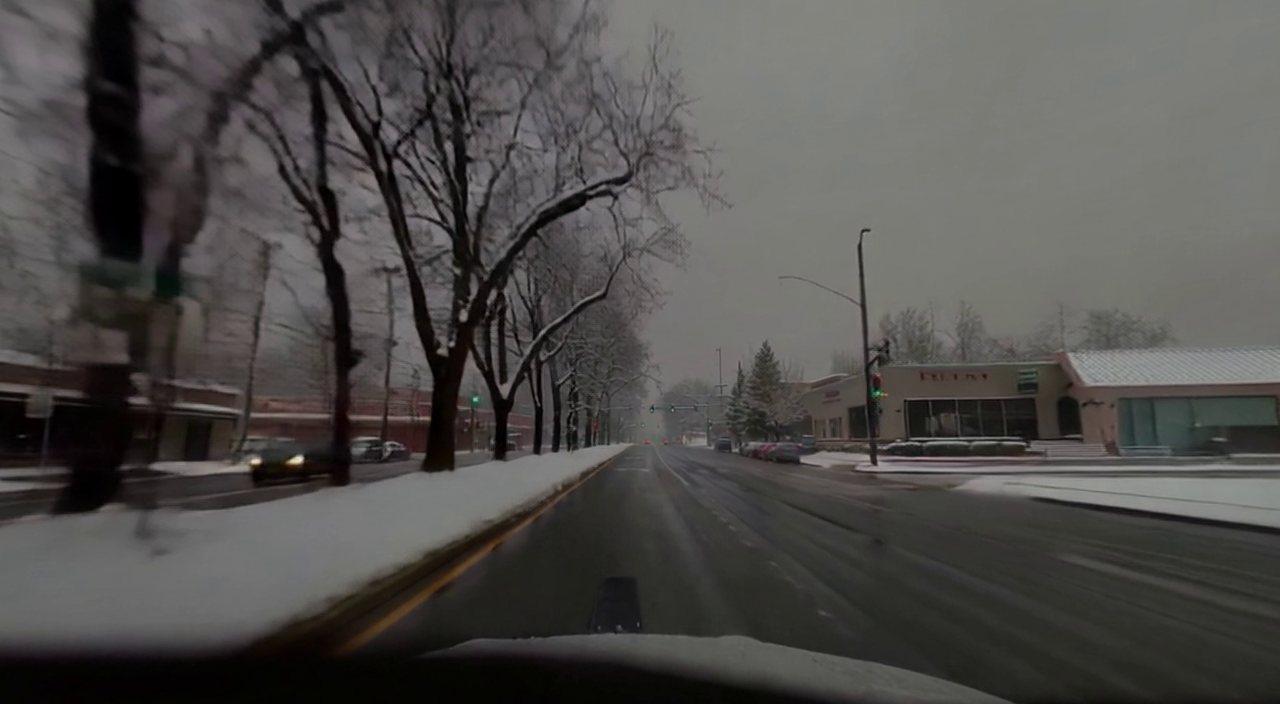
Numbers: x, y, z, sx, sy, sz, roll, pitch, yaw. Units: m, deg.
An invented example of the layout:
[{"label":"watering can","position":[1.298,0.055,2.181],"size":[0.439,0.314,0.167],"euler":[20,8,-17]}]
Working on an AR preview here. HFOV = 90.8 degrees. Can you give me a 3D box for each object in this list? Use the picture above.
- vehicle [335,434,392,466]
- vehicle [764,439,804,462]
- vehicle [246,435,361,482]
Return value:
[{"label":"vehicle","position":[-19.367,6.908,44.468],"size":[1.954,2.000,4.687],"euler":[-2,-9,0]},{"label":"vehicle","position":[10.168,6.981,44.910],"size":[1.901,1.586,3.903],"euler":[0,-9,0]},{"label":"vehicle","position":[-12.868,4.089,24.520],"size":[2.027,1.647,4.385],"euler":[0,-9,0]}]
